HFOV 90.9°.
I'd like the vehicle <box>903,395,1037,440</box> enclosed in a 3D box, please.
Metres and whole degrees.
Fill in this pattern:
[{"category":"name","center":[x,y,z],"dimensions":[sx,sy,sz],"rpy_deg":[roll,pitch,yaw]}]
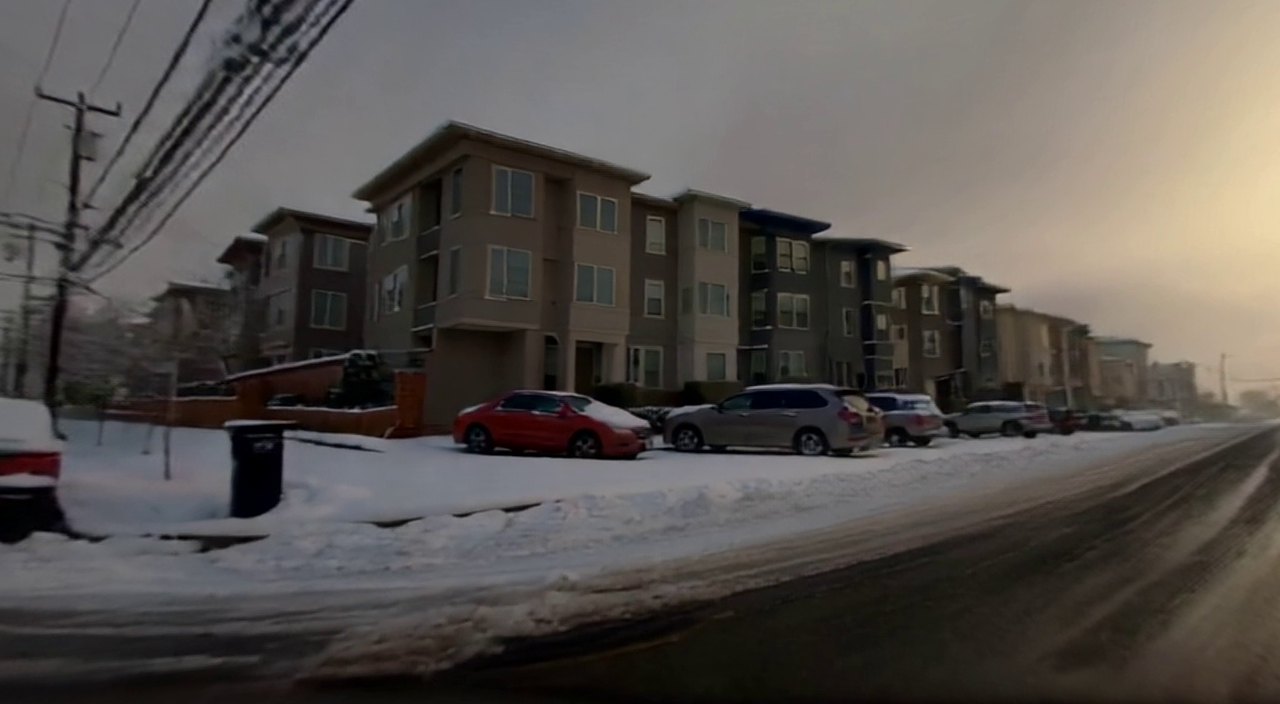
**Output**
[{"category":"vehicle","center":[13.430,2.690,25.913],"dimensions":[4.450,1.707,1.902],"rpy_deg":[0,-7,10]}]

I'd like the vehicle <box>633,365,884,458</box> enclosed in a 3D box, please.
[{"category":"vehicle","center":[2.775,1.438,15.245],"dimensions":[5.514,1.976,2.153],"rpy_deg":[0,-7,11]}]

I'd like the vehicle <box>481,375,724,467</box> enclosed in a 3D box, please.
[{"category":"vehicle","center":[-0.692,1.410,13.114],"dimensions":[4.648,1.659,1.897],"rpy_deg":[0,-7,14]}]

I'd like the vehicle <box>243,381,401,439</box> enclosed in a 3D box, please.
[{"category":"vehicle","center":[-12.027,2.173,23.805],"dimensions":[5.778,1.875,2.152],"rpy_deg":[-1,-8,27]}]

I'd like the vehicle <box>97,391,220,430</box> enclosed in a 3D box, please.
[{"category":"vehicle","center":[-23.440,2.800,30.838],"dimensions":[1.714,1.608,4.520],"rpy_deg":[-2,-2,42]}]
